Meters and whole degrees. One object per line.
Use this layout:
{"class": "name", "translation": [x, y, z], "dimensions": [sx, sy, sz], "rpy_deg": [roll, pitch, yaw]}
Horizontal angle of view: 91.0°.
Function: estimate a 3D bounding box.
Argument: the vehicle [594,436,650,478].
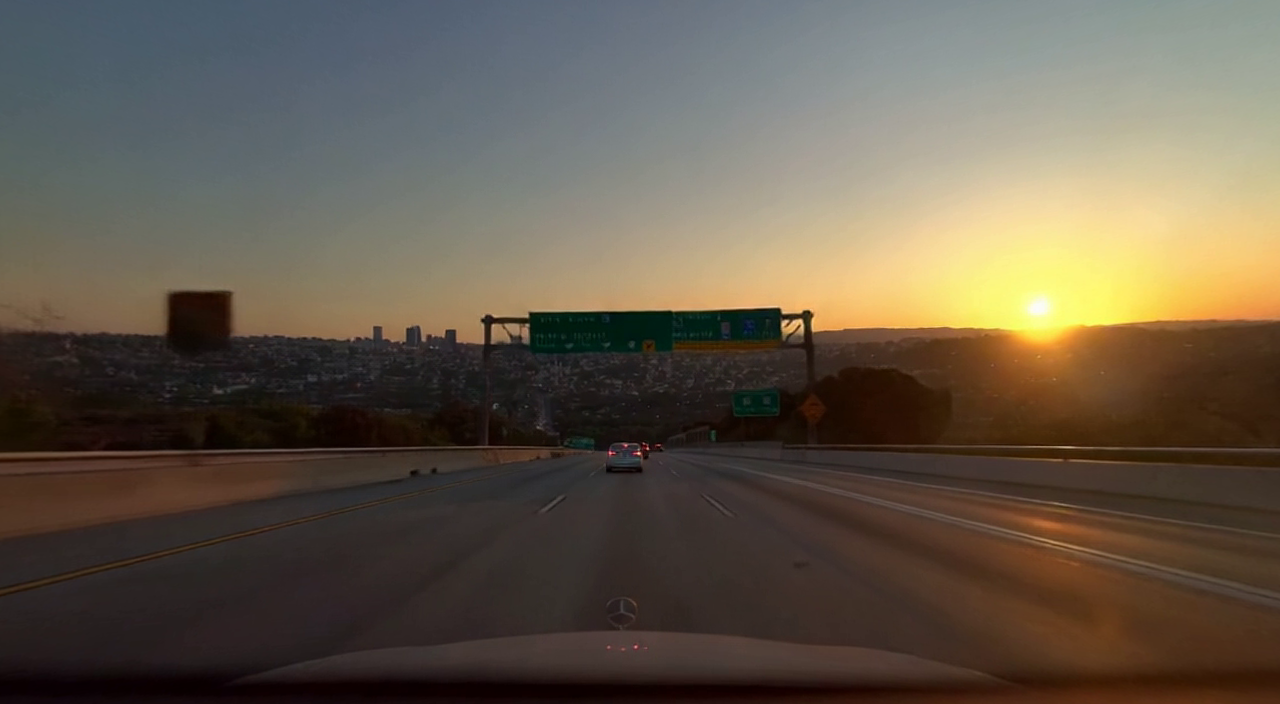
{"class": "vehicle", "translation": [-0.701, 4.328, 26.132], "dimensions": [2.147, 1.576, 3.964], "rpy_deg": [0, -8, 0]}
